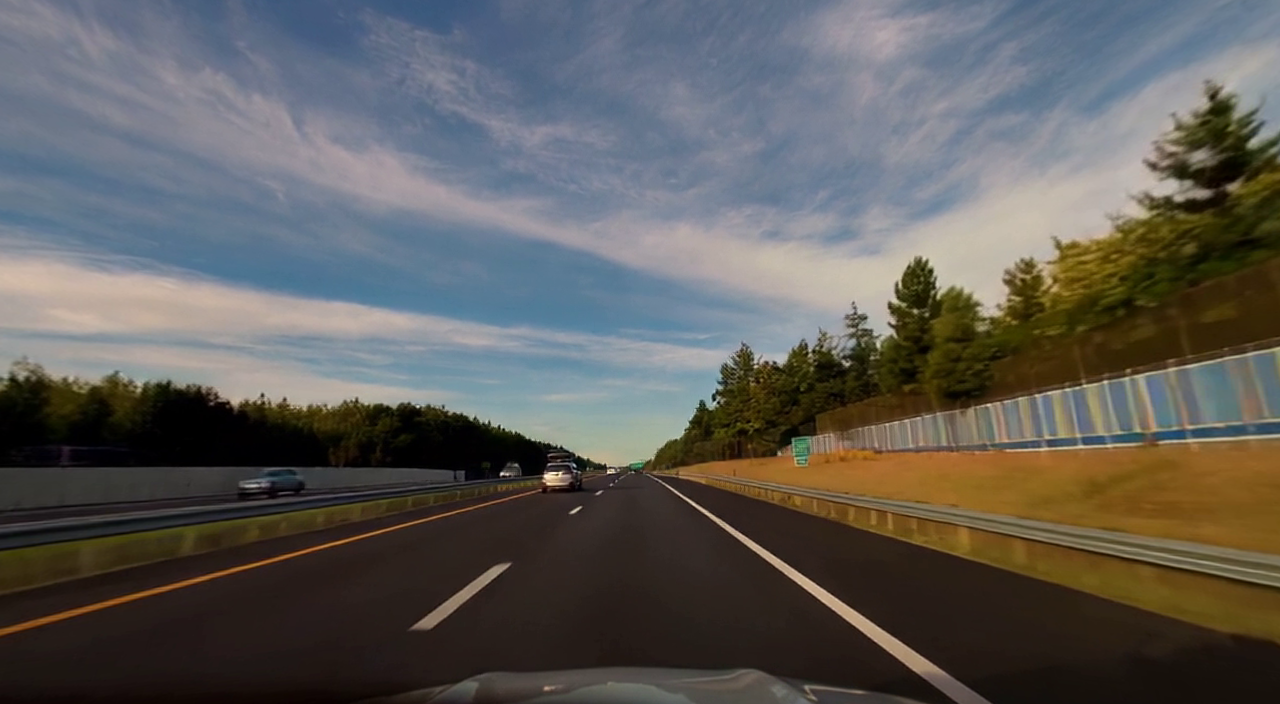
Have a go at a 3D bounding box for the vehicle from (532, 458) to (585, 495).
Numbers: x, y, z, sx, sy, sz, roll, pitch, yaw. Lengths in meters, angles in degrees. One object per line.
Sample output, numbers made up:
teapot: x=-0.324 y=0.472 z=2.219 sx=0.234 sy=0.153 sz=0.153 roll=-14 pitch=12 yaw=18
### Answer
vehicle: x=-3.980 y=6.184 z=31.481 sx=2.022 sy=1.650 sz=4.331 roll=0 pitch=-11 yaw=1

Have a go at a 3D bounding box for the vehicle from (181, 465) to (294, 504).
vehicle: x=-16.900 y=5.577 z=26.776 sx=1.867 sy=1.445 sz=4.398 roll=1 pitch=-11 yaw=0
